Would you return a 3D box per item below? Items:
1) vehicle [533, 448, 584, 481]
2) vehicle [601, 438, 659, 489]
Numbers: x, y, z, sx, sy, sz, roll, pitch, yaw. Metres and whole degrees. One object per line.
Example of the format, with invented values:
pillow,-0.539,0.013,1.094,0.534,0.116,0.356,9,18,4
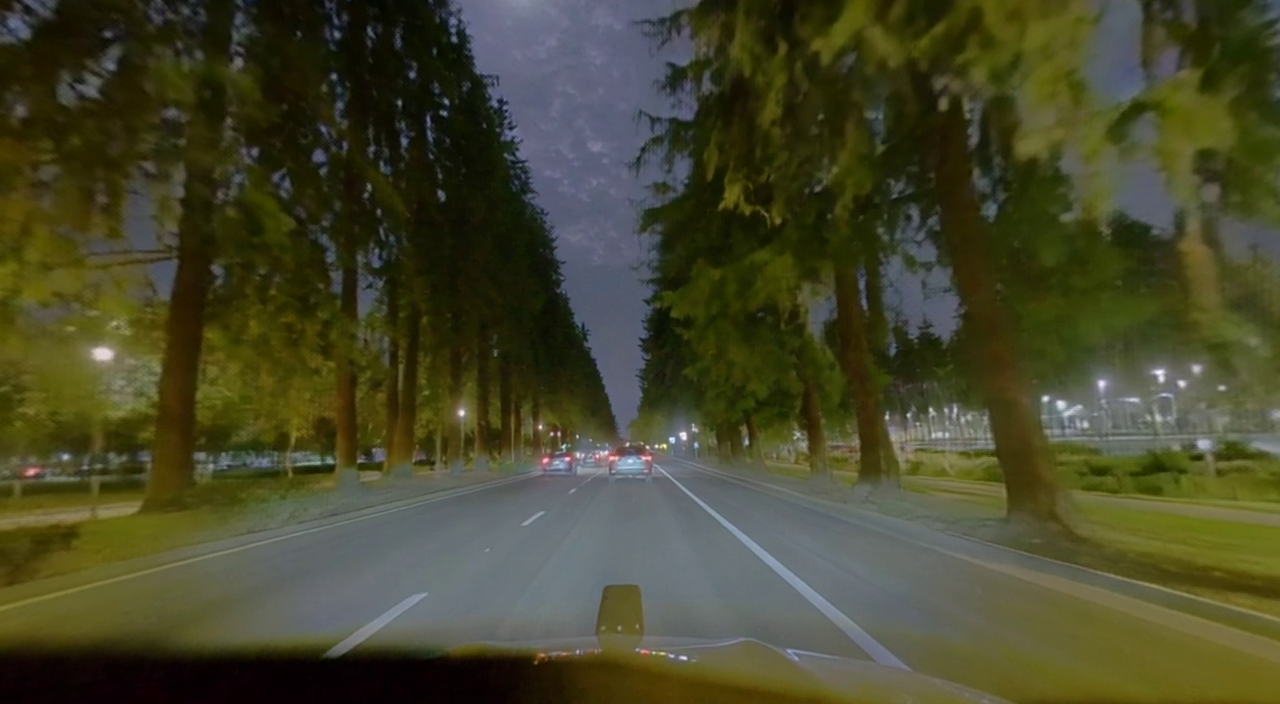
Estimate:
vehicle,-4.007,5.605,31.739,1.936,1.538,4.016,0,-8,1
vehicle,-0.340,4.187,24.049,2.018,1.769,3.897,0,-8,0
